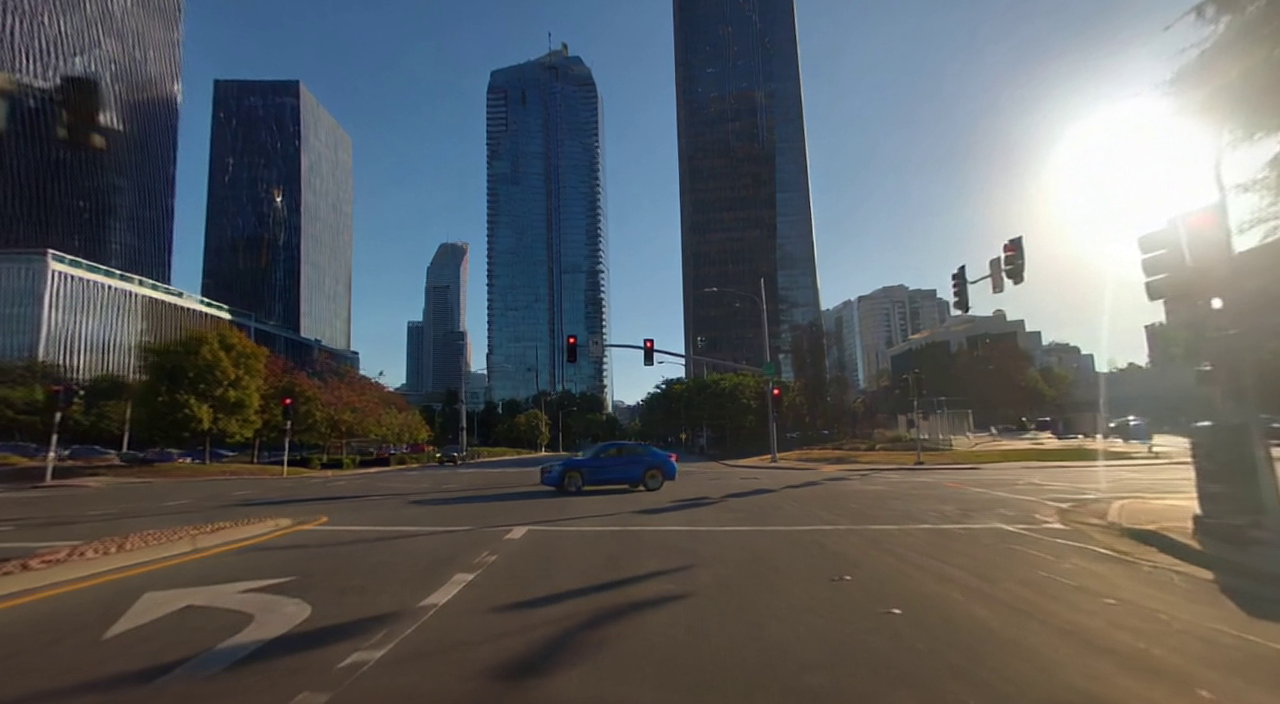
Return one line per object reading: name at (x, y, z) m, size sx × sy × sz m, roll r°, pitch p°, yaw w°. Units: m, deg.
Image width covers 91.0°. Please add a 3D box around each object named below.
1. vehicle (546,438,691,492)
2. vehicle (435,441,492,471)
vehicle at (-0.711, 3.604, 20.382) m, size 4.218 × 1.572 × 2.065 m, roll 4°, pitch -9°, yaw -22°
vehicle at (-11.490, 6.808, 41.392) m, size 2.069 × 1.771 × 4.947 m, roll 0°, pitch -9°, yaw 3°
